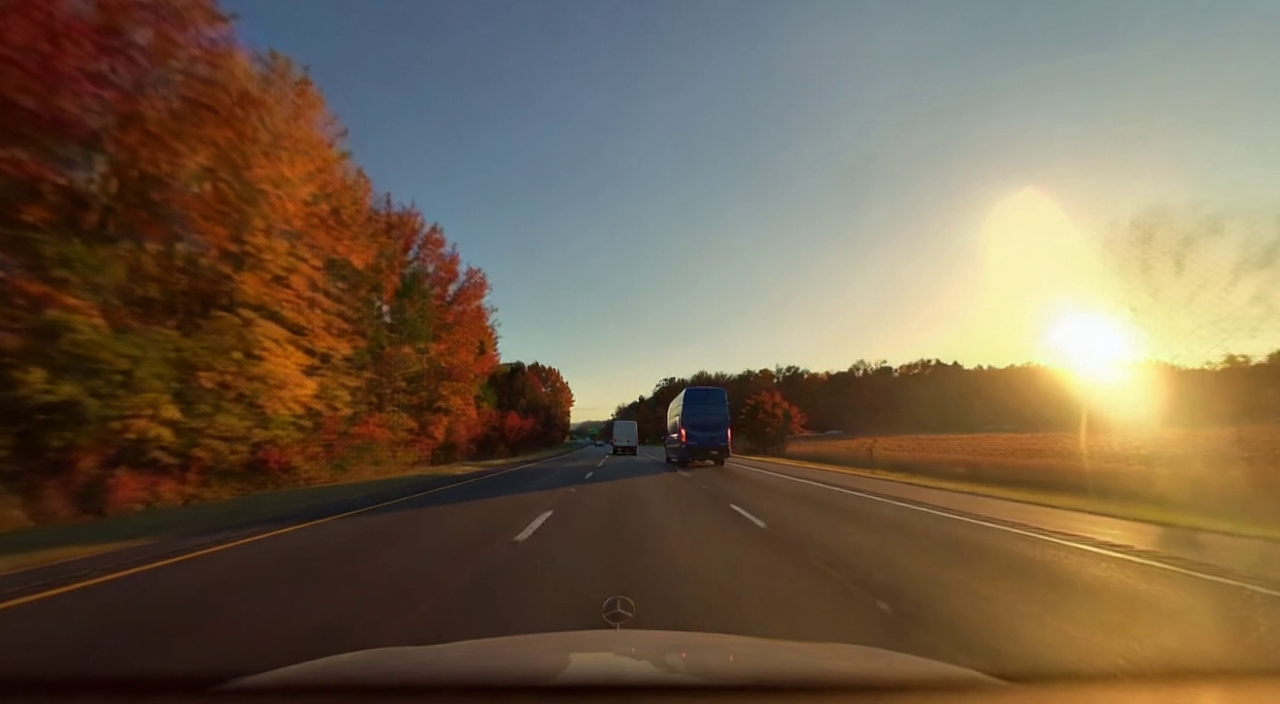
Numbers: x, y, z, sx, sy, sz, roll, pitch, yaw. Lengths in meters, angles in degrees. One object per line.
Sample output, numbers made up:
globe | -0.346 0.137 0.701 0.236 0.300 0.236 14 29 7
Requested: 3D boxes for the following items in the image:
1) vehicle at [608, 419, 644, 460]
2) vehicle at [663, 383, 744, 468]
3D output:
vehicle | -0.970 6.080 43.799 2.389 2.637 5.437 0 -8 -1
vehicle | 3.290 4.425 37.029 3.128 4.087 13.351 0 -8 -1
